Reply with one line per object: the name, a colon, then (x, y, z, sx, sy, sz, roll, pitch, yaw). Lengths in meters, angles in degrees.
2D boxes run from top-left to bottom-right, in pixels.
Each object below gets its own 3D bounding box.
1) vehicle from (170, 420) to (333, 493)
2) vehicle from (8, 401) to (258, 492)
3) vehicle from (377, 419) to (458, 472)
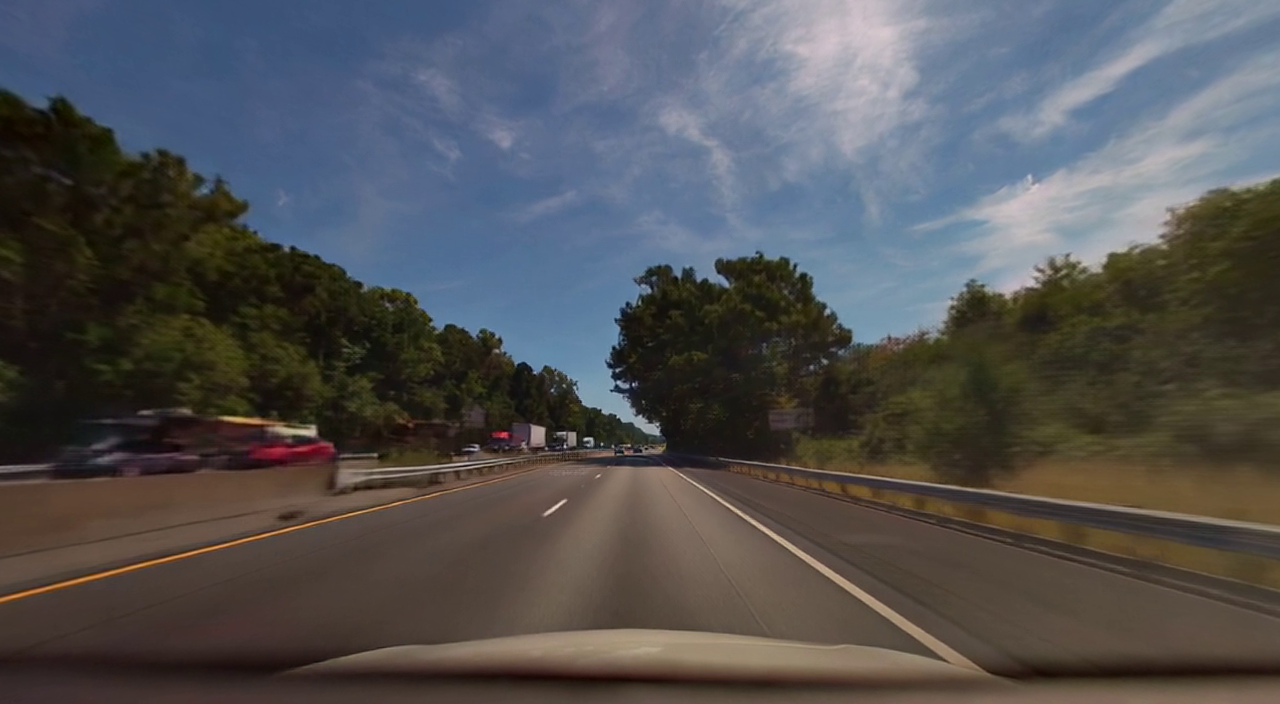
vehicle: (-12.274, 3.361, 20.444, 2.164, 2.078, 4.841, 0, -9, 0)
vehicle: (-16.880, 3.313, 21.947, 2.499, 2.572, 7.618, 1, -9, -2)
vehicle: (-12.888, 5.511, 37.059, 2.518, 2.799, 5.948, 0, -9, 0)
